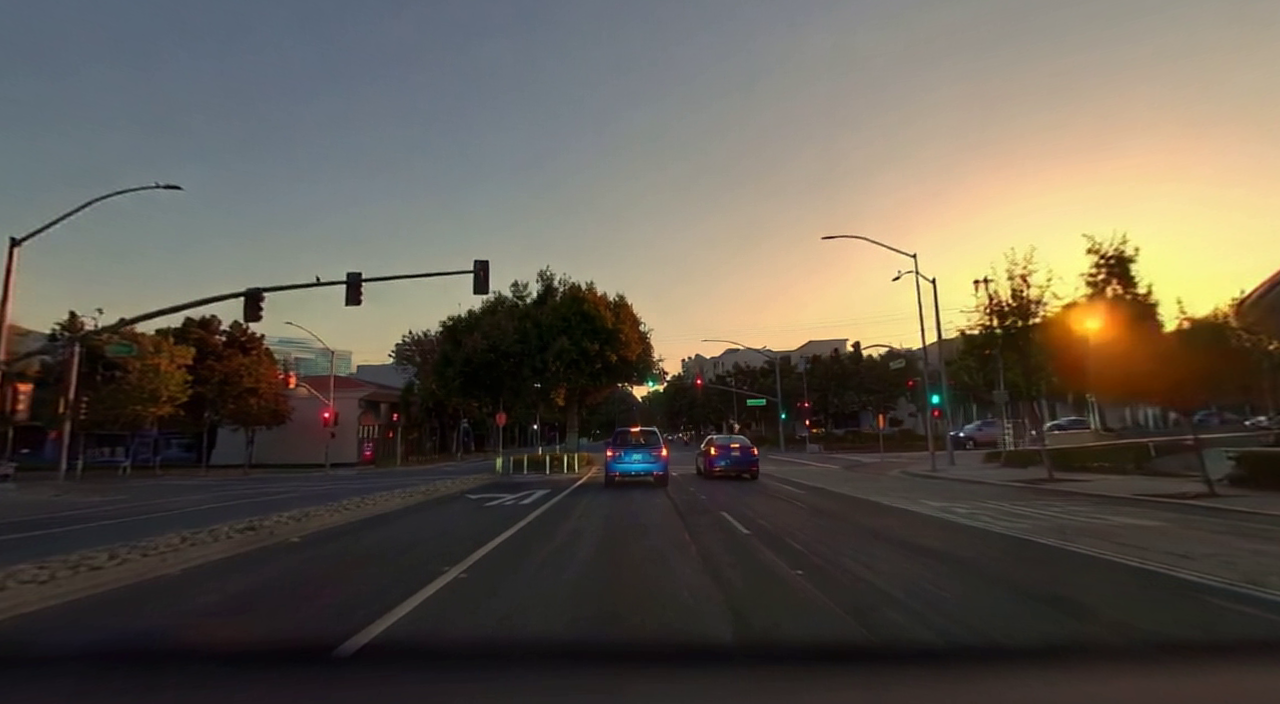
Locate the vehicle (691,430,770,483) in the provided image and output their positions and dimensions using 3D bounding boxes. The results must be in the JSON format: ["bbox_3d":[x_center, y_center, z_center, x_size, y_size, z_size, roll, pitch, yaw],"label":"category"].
[{"bbox_3d":[3.184,3.794,23.257,2.107,1.736,4.228,0,-8,-2],"label":"vehicle"}]

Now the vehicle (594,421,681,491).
[{"bbox_3d":[-0.149,3.251,20.074,2.413,1.939,4.716,0,-8,-2],"label":"vehicle"}]
